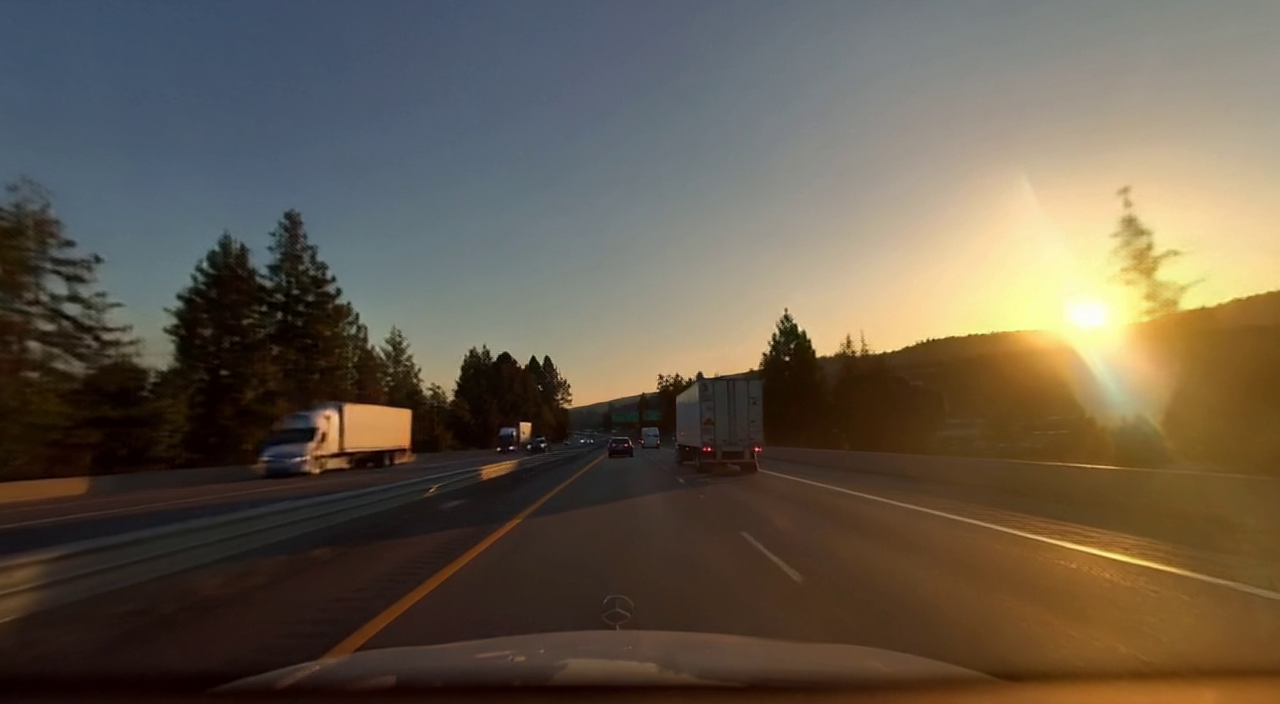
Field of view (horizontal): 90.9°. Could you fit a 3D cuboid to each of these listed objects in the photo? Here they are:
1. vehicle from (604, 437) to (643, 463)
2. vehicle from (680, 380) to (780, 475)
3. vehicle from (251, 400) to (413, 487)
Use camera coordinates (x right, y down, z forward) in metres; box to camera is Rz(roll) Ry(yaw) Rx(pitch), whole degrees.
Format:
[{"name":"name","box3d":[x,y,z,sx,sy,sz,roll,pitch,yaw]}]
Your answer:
[{"name":"vehicle","box3d":[-0.962,5.883,38.234,2.259,1.466,3.693,0,-8,-1]},{"name":"vehicle","box3d":[3.577,3.328,27.505,2.921,3.526,8.207,0,-8,-2]},{"name":"vehicle","box3d":[-14.105,4.294,30.148,2.961,3.458,9.579,0,-8,-1]}]
